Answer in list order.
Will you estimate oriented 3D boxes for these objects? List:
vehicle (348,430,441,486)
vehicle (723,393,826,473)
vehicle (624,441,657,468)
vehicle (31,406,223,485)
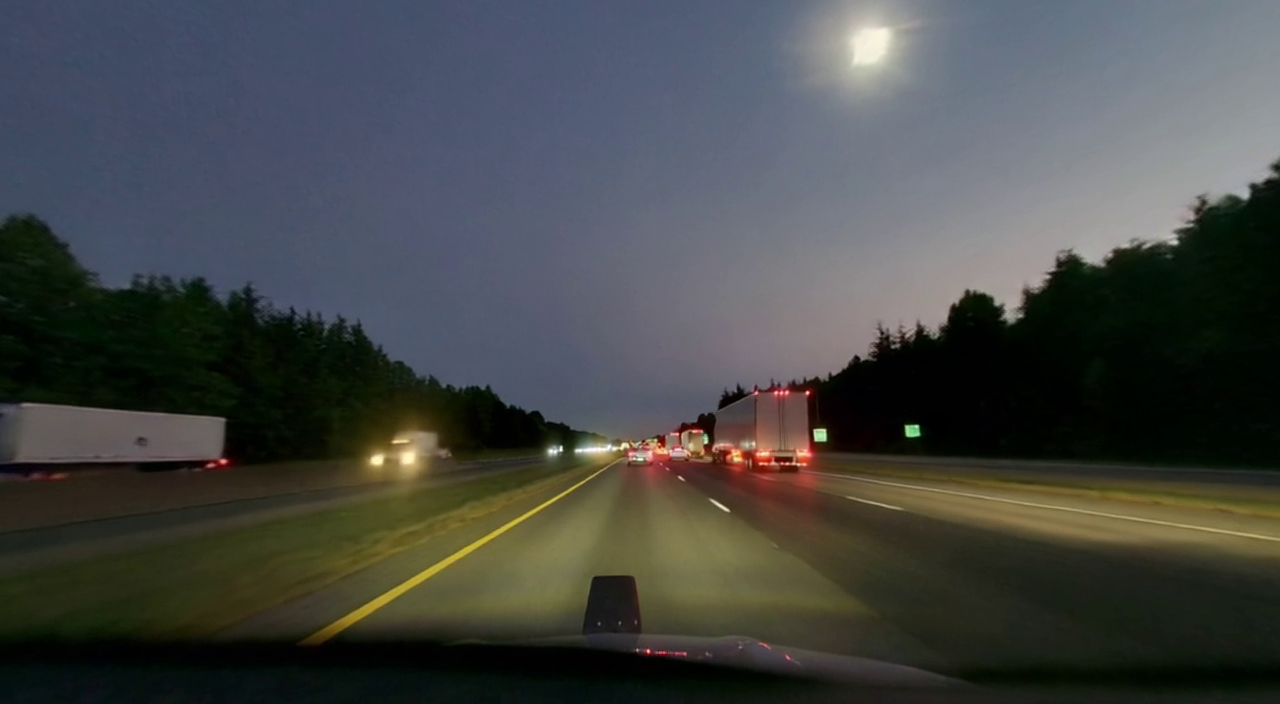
[{"bbox_3d":[-12.558,5.466,32.717,2.379,2.617,5.942,0,-9,0],"label":"vehicle"},{"bbox_3d":[7.746,5.161,38.912,3.044,4.073,14.016,0,-9,-1],"label":"vehicle"},{"bbox_3d":[0.038,7.045,43.353,2.114,1.706,4.106,0,-9,0],"label":"vehicle"},{"bbox_3d":[-27.774,5.205,34.896,3.003,3.784,8.945,0,-9,0],"label":"vehicle"}]
